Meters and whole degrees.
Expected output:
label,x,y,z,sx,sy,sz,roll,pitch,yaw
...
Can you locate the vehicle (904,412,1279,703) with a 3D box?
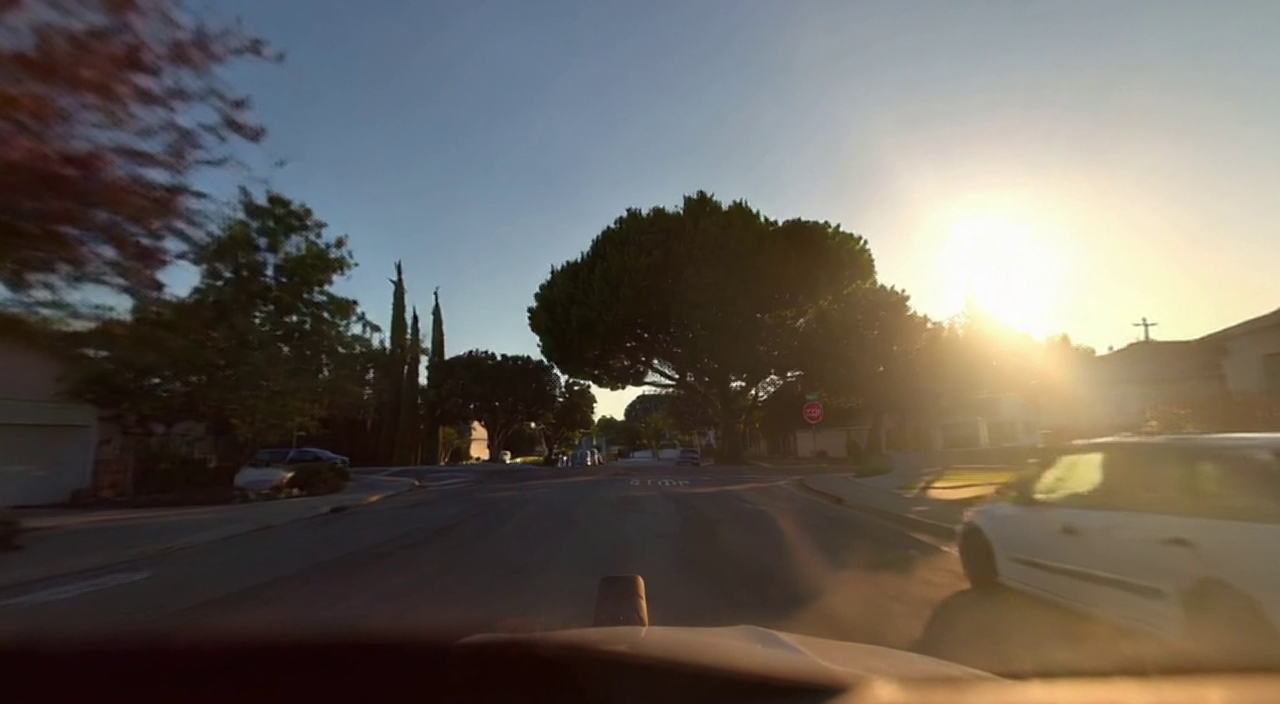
label,x,y,z,sx,sy,sz,roll,pitch,yaw
vehicle,3.758,1.318,4.643,1.975,1.528,4.000,0,-9,2
